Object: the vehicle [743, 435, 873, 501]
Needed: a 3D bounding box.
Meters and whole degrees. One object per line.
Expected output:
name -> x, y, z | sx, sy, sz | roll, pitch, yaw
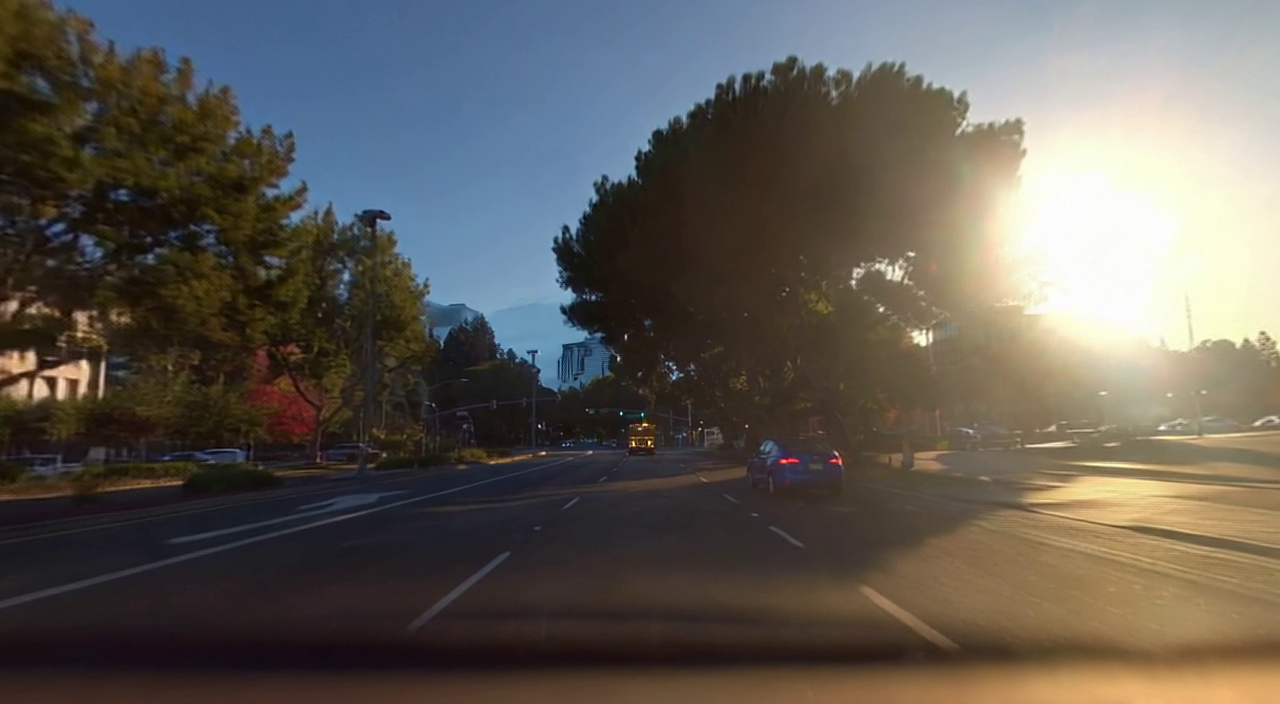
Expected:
vehicle -> 4.136, 2.921, 16.410 | 2.005, 1.442, 4.675 | 0, -8, -1
